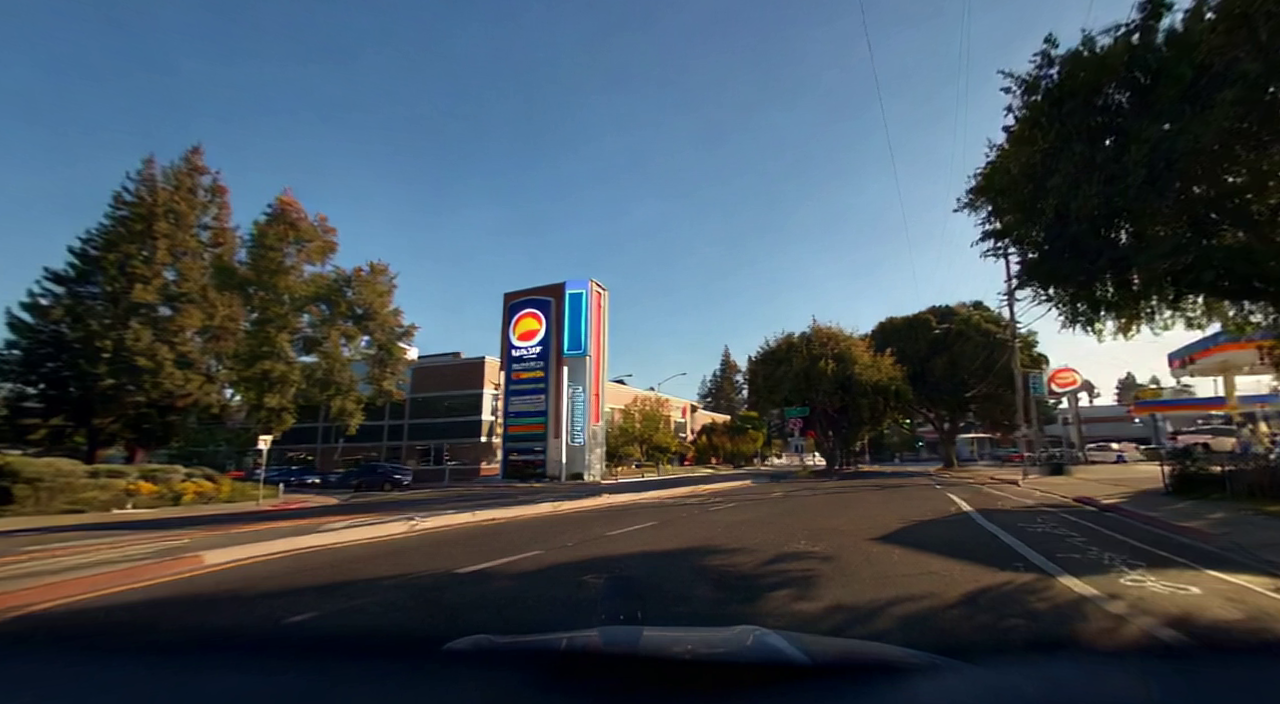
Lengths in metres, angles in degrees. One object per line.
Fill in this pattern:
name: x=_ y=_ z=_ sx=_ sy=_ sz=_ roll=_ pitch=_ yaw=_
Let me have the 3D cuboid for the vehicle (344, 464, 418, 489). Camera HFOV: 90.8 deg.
vehicle: x=-17.587 y=8.414 z=42.888 sx=4.353 sy=1.486 sz=1.991 roll=-3 pitch=-9 yaw=19

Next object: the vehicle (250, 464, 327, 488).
vehicle: x=-25.220 y=8.869 z=45.328 sx=4.538 sy=1.545 sz=2.021 roll=-2 pitch=-9 yaw=13

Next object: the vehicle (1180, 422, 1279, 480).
vehicle: x=33.065 y=5.536 z=35.330 sx=2.642 sy=2.930 sz=5.826 roll=-4 pitch=-10 yaw=25
